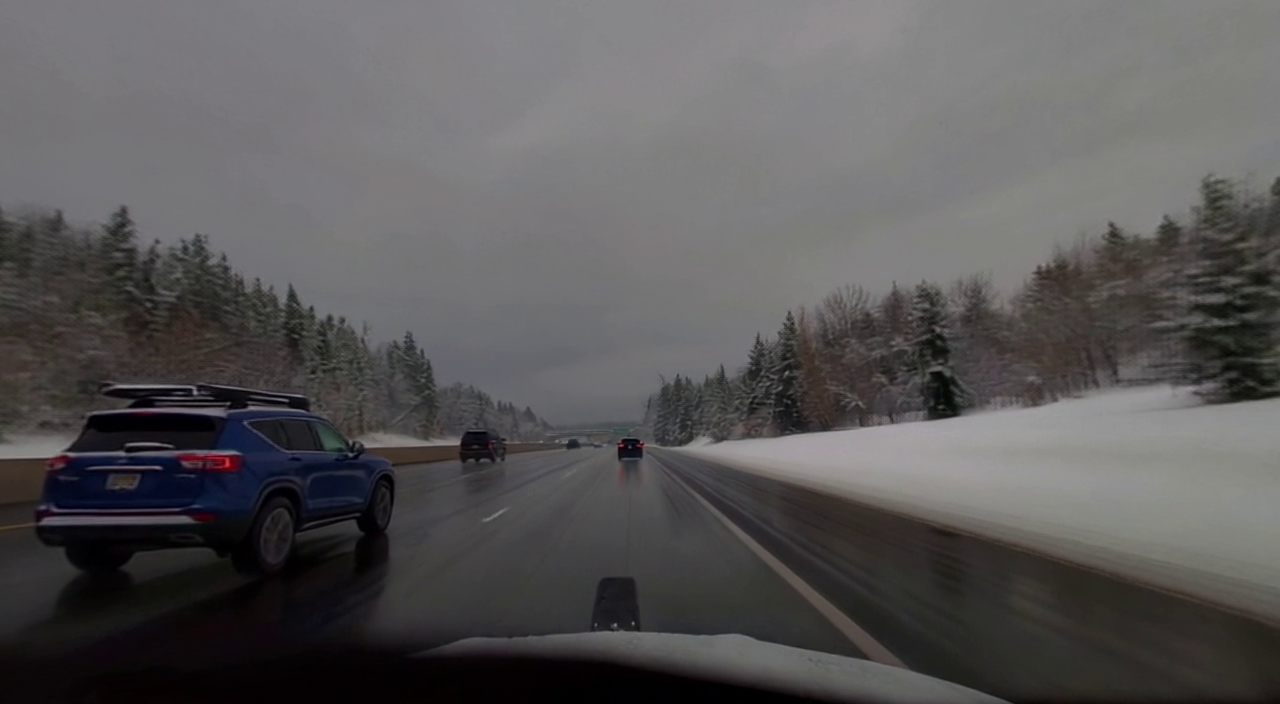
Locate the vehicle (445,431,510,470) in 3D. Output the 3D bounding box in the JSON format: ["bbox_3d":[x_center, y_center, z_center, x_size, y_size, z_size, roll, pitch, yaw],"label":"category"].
[{"bbox_3d":[-7.758,4.732,30.588,1.964,1.745,4.338,0,-8,1],"label":"vehicle"}]

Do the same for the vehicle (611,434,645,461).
[{"bbox_3d":[-0.775,6.357,42.111,2.178,1.658,3.916,0,-8,-1],"label":"vehicle"}]

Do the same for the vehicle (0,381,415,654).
[{"bbox_3d":[-4.172,1.369,6.441,2.069,1.748,4.652,0,-8,-1],"label":"vehicle"}]
